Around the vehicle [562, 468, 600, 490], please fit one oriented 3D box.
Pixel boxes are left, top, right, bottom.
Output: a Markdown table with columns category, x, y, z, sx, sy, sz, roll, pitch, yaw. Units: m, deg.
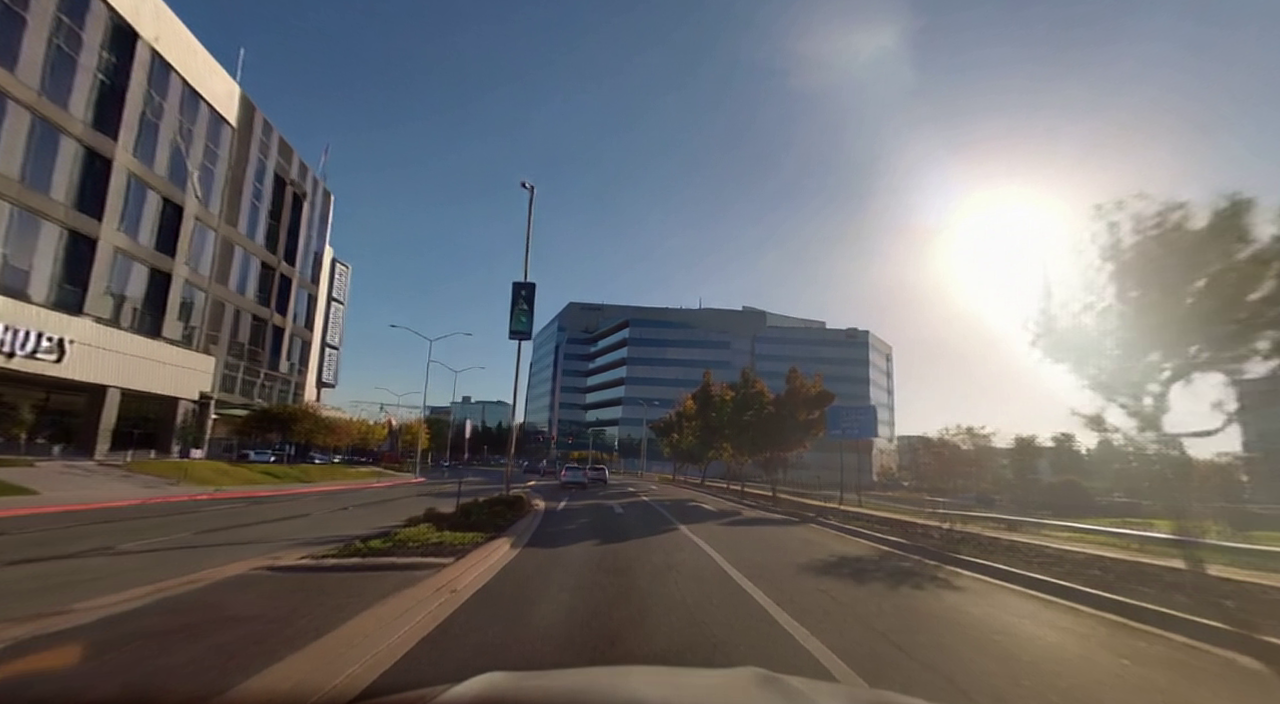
| category | x | y | z | sx | sy | sz | roll | pitch | yaw |
| --- | --- | --- | --- | --- | --- | --- | --- | --- | --- |
| vehicle | -3.485 | 7.417 | 36.850 | 1.775 | 1.186 | 2.933 | 3 | -11 | -13 |
